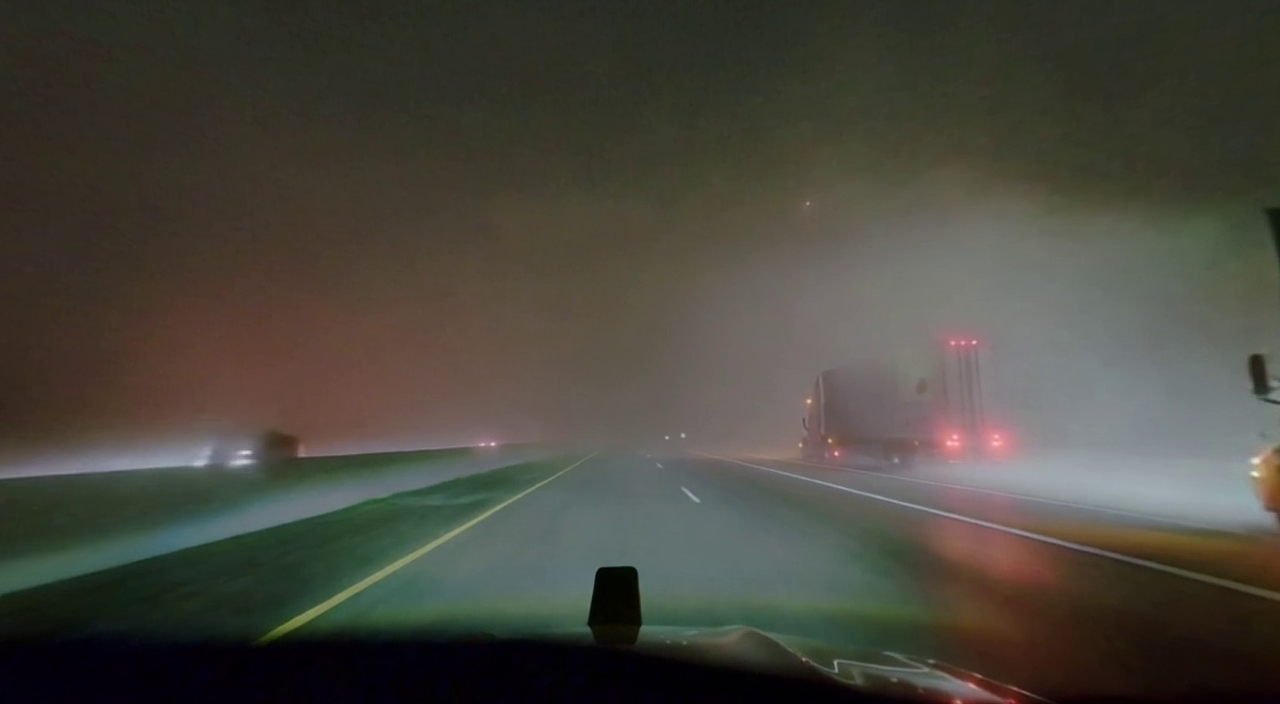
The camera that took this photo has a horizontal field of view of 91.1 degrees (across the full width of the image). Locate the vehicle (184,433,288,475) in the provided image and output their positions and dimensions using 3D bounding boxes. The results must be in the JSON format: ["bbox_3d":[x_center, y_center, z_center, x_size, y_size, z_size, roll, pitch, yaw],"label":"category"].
[{"bbox_3d":[-20.022,5.031,31.450,2.028,1.902,4.798,0,-8,0],"label":"vehicle"}]
